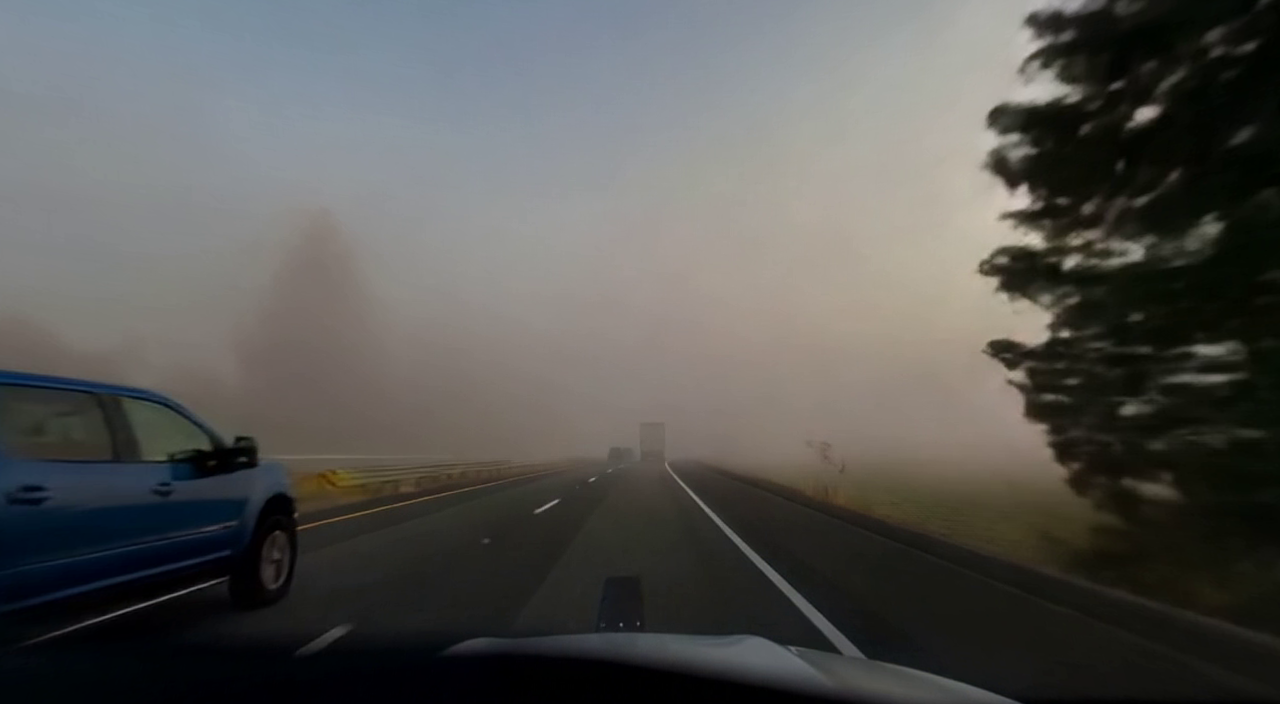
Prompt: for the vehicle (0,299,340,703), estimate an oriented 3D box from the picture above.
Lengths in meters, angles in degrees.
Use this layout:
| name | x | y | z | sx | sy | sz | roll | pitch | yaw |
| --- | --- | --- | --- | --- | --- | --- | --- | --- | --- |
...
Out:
| name | x | y | z | sx | sy | sz | roll | pitch | yaw |
| --- | --- | --- | --- | --- | --- | --- | --- | --- | --- |
| vehicle | -3.909 | 0.746 | 3.119 | 2.295 | 1.815 | 4.983 | 0 | -9 | 1 |
